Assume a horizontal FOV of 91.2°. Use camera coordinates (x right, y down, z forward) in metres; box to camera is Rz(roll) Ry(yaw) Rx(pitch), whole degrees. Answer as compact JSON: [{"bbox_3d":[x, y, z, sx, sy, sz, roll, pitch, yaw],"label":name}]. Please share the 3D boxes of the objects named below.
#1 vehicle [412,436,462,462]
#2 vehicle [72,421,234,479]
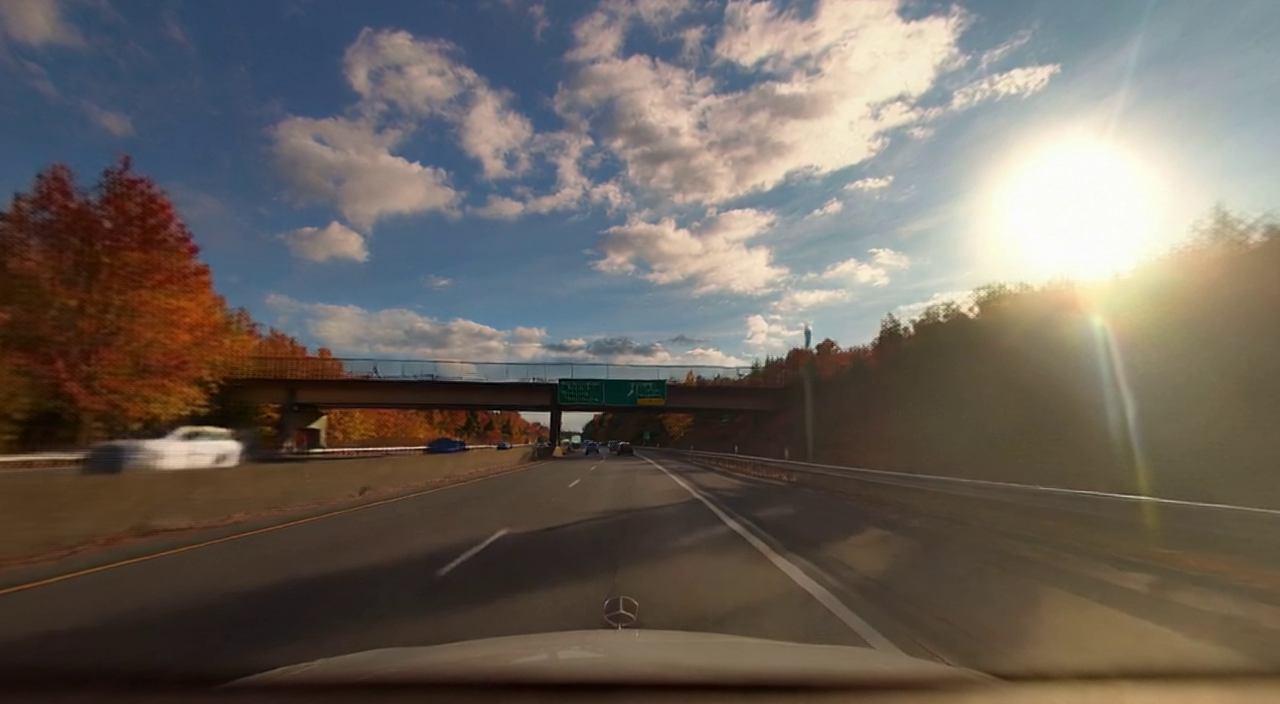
[{"bbox_3d":[-13.836,6.651,42.944,2.017,1.626,4.284,0,-9,-1],"label":"vehicle"},{"bbox_3d":[-17.264,3.524,22.629,1.955,1.814,4.823,0,-9,-1],"label":"vehicle"}]
